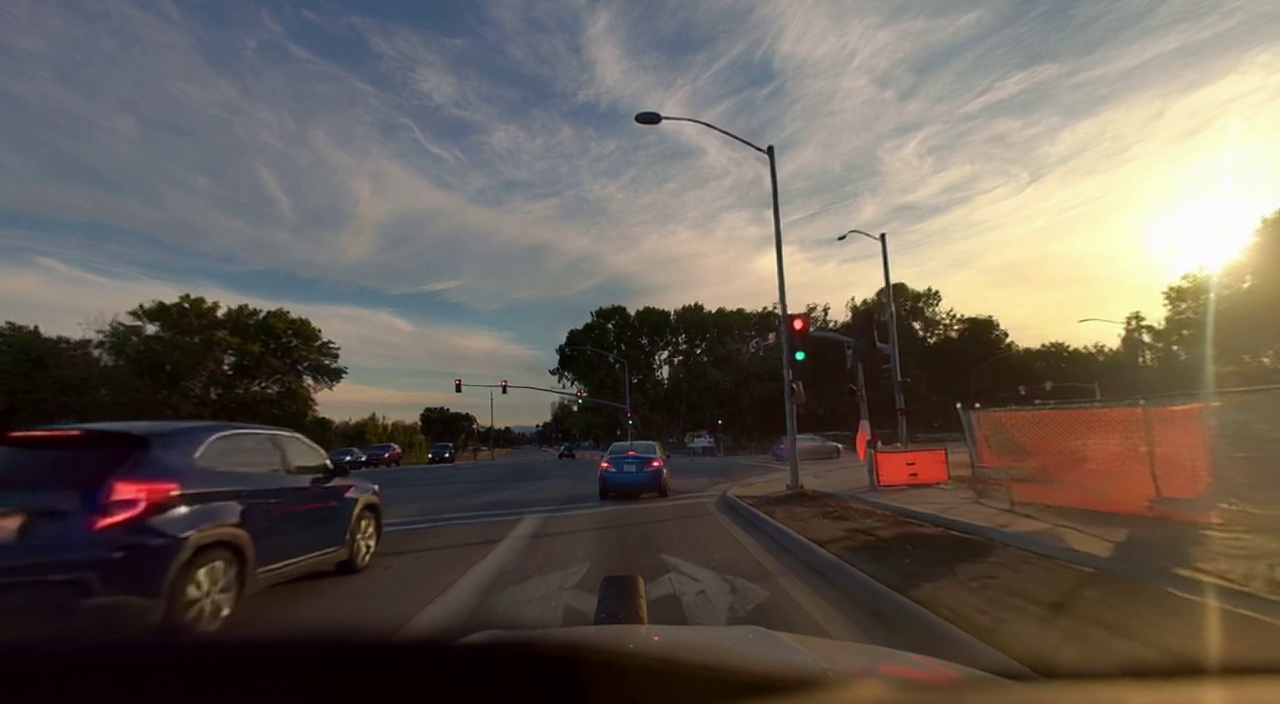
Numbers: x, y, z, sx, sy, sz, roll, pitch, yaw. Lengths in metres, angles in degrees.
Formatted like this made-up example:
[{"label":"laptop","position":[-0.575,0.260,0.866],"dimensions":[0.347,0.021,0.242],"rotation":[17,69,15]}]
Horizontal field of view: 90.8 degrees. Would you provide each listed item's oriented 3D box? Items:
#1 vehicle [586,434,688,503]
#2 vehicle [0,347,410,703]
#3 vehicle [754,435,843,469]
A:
[{"label":"vehicle","position":[0.080,2.905,16.142],"dimensions":[2.183,1.506,4.286],"rotation":[-1,-9,5]},{"label":"vehicle","position":[-4.065,1.267,5.488],"dimensions":[2.240,1.844,5.043],"rotation":[0,-9,0]},{"label":"vehicle","position":[7.617,4.752,30.175],"dimensions":[4.467,1.477,1.873],"rotation":[7,-11,-41]}]
